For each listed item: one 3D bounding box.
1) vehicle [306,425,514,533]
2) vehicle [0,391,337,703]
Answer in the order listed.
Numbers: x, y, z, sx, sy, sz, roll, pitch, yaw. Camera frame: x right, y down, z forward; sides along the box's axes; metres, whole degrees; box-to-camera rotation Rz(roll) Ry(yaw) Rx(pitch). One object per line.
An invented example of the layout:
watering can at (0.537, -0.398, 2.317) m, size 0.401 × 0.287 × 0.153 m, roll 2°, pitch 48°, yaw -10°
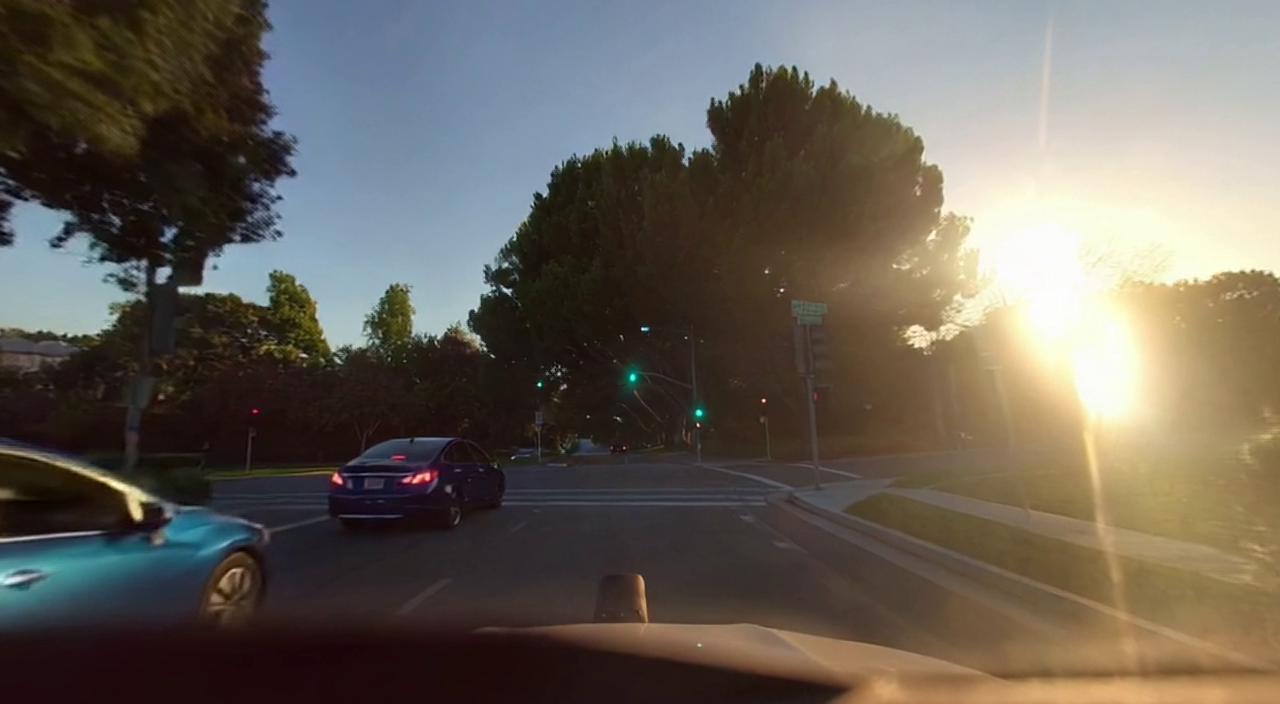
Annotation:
vehicle at (-3.701, 2.140, 11.228) m, size 1.980 × 1.508 × 4.502 m, roll 0°, pitch -9°, yaw 0°
vehicle at (-3.441, 0.936, 2.623) m, size 2.038 × 1.486 × 4.678 m, roll 0°, pitch -9°, yaw 0°
